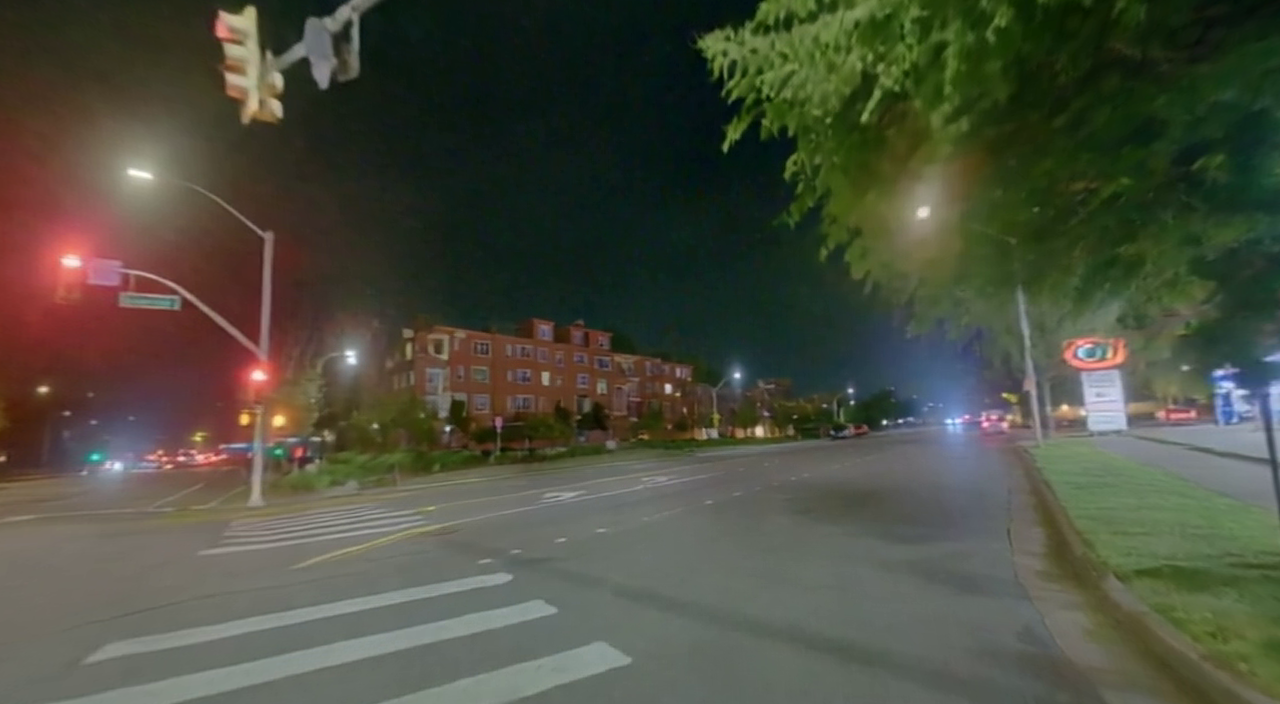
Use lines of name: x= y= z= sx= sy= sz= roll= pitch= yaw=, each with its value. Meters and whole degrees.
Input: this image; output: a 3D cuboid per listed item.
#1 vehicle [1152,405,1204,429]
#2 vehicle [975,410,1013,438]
vehicle: x=35.721 y=4.368 z=42.057 sx=1.919 sy=1.411 sz=4.440 roll=-6 pitch=-10 yaw=32
vehicle: x=26.935 y=5.526 z=48.007 sx=2.194 sy=1.896 sz=5.049 roll=-5 pitch=-10 yaw=31
